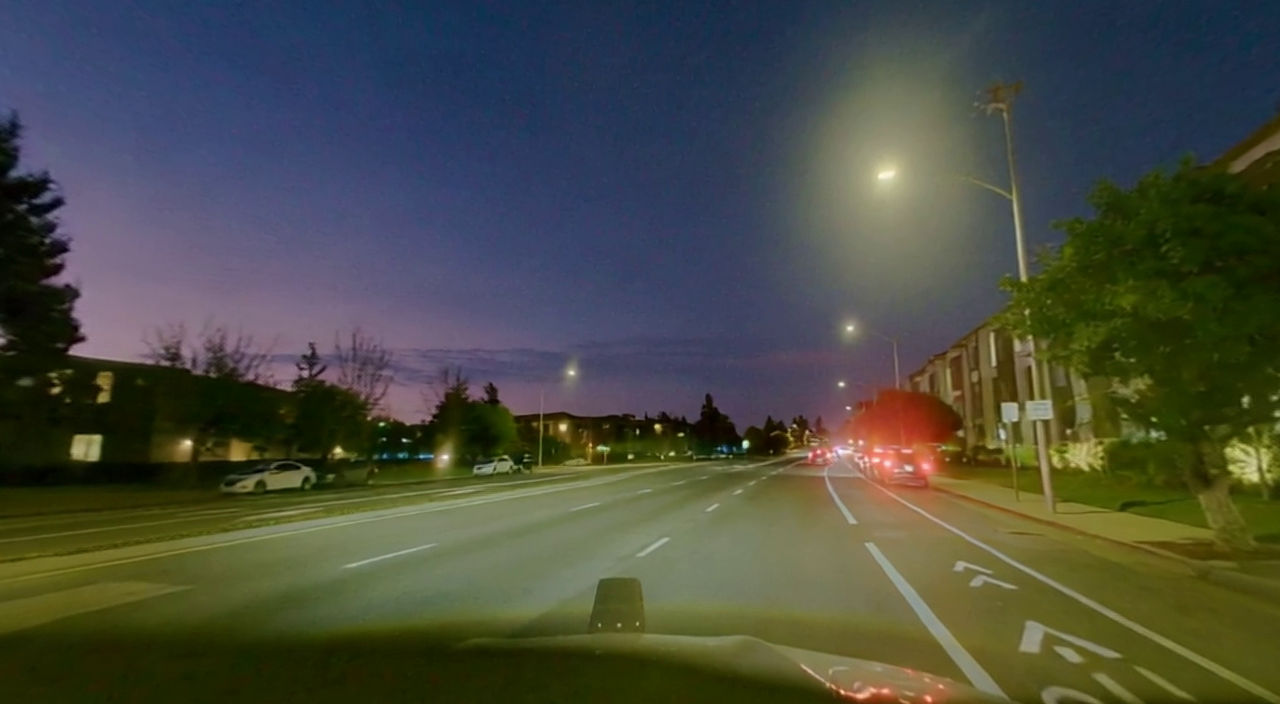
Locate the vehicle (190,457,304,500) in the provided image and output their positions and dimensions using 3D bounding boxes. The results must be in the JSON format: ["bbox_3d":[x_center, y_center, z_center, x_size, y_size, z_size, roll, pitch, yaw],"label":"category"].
[{"bbox_3d":[-17.630,5.662,28.576,1.809,1.677,4.253,-2,-9,13],"label":"vehicle"}]

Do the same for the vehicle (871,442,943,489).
[{"bbox_3d":[10.268,4.348,24.540,2.011,1.649,4.001,-3,-9,15],"label":"vehicle"}]

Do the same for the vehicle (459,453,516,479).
[{"bbox_3d":[-11.790,8.841,49.153,2.060,1.814,5.097,-3,-9,16],"label":"vehicle"}]

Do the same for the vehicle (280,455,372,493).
[{"bbox_3d":[-16.478,6.372,33.323,1.886,1.777,4.273,-3,-9,15],"label":"vehicle"}]
